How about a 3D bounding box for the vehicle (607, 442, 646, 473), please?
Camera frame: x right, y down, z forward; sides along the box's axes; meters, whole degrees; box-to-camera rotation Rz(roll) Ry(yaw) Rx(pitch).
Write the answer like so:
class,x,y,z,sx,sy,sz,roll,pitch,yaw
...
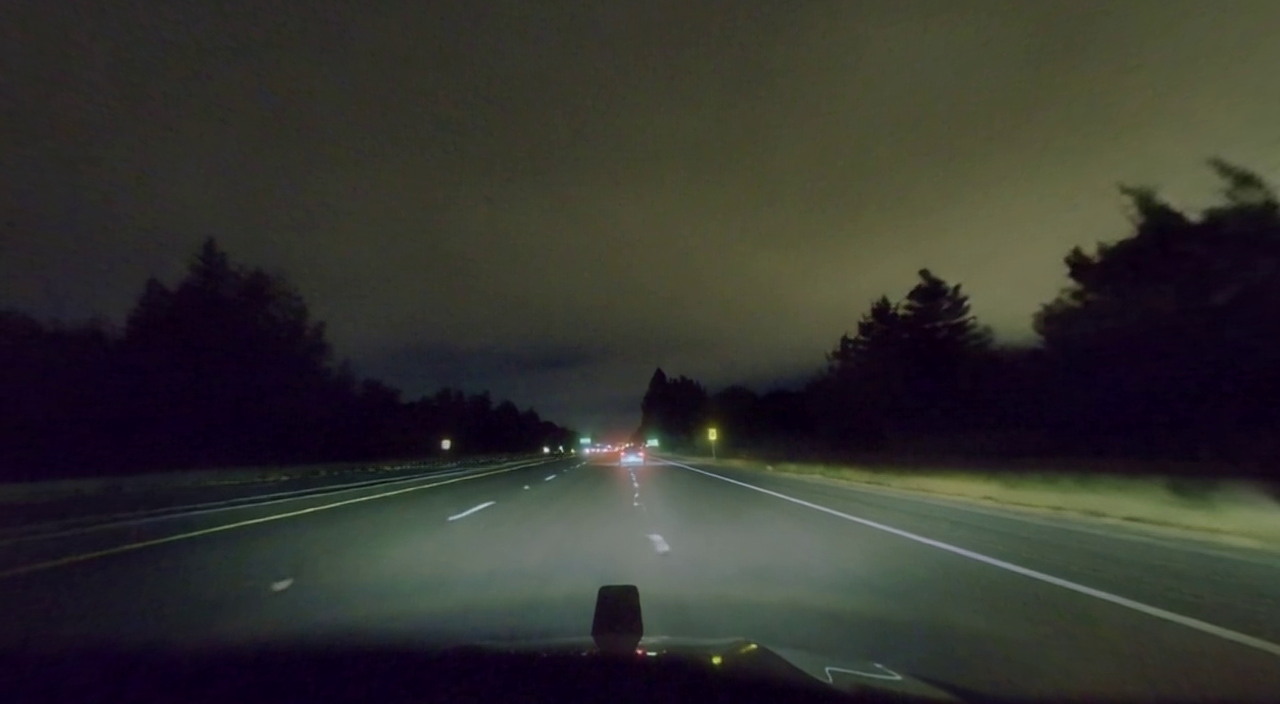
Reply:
class,x,y,z,sx,sy,sz,roll,pitch,yaw
vehicle,-0.768,6.146,36.746,2.120,1.715,4.153,0,-9,0
